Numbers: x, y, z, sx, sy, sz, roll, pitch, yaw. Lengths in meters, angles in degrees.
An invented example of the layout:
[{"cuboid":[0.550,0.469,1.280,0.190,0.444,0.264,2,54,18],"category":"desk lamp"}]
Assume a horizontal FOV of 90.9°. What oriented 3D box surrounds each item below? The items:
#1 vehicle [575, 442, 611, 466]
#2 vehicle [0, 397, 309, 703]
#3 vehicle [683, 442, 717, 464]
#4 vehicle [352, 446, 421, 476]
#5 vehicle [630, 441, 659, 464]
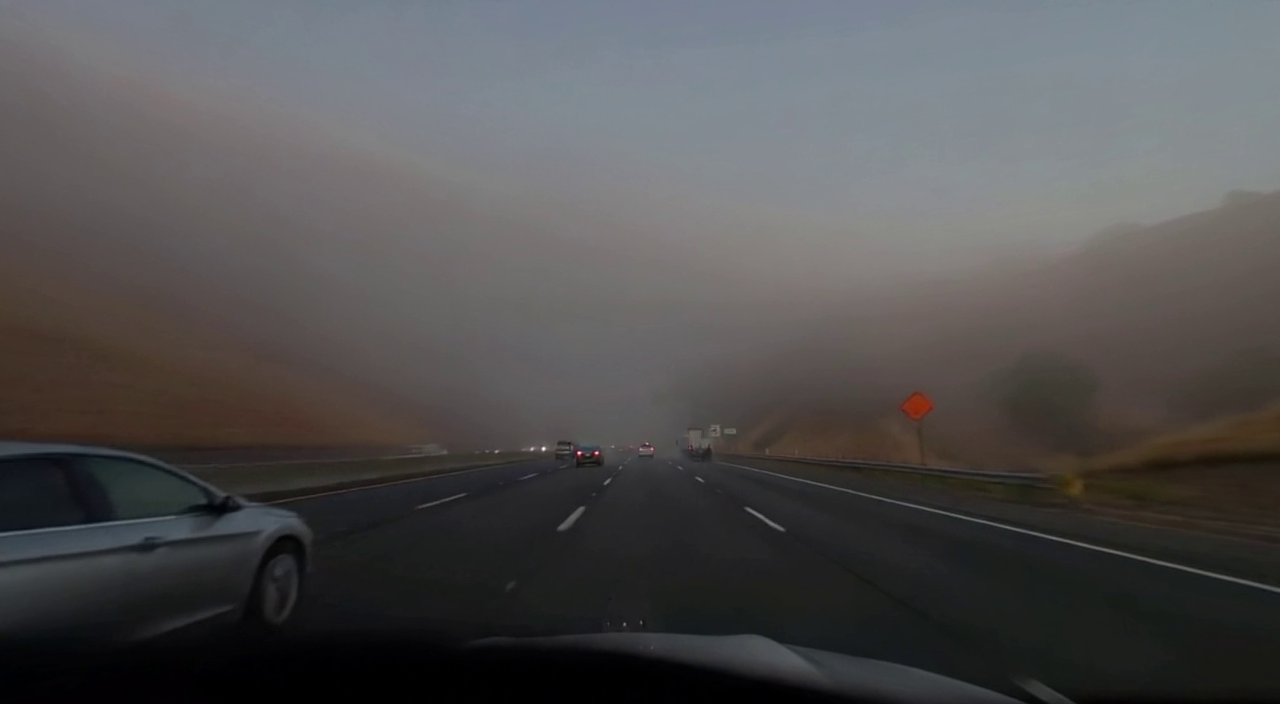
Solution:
[{"cuboid":[-3.200,7.053,43.863,2.091,1.552,4.516,0,-8,0],"category":"vehicle"},{"cuboid":[-3.375,0.899,2.129,1.997,1.502,4.554,0,-8,1],"category":"vehicle"},{"cuboid":[4.420,7.480,46.808,2.027,1.525,4.348,0,-8,-1],"category":"vehicle"},{"cuboid":[-13.269,5.703,33.249,1.815,1.414,4.210,0,-8,1],"category":"vehicle"},{"cuboid":[0.324,7.541,47.462,2.031,1.566,3.904,0,-8,0],"category":"vehicle"}]
